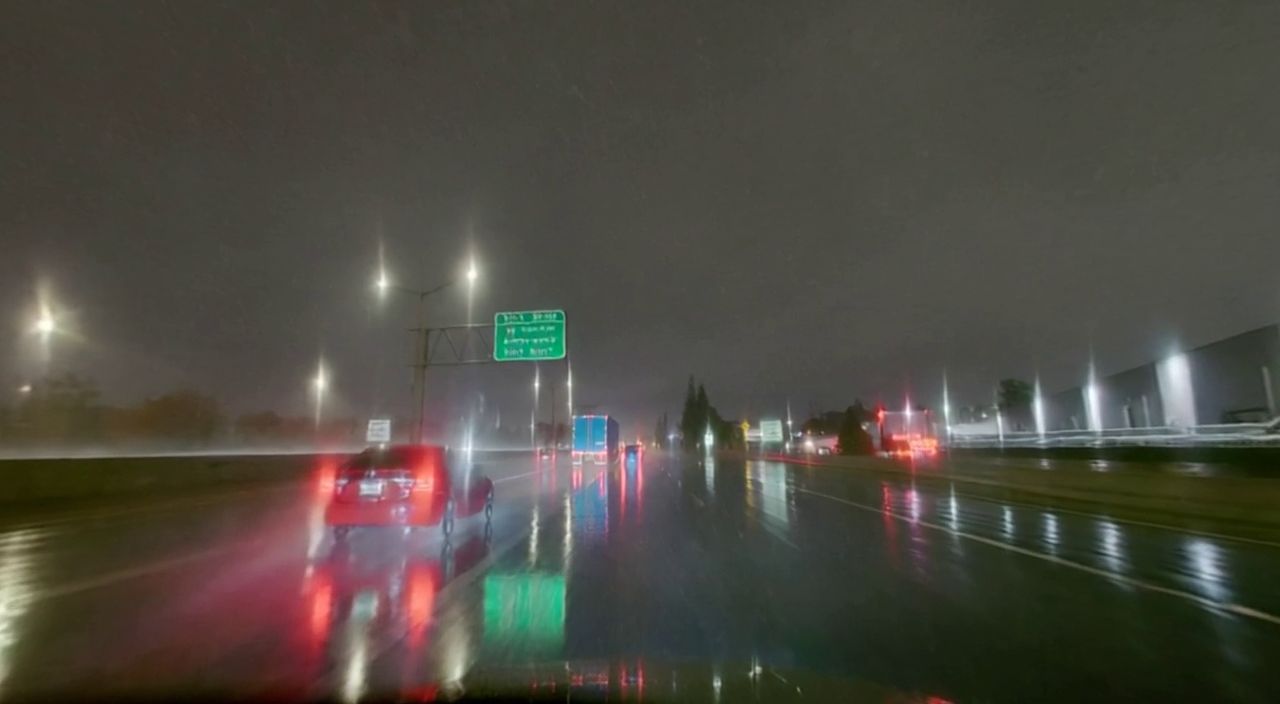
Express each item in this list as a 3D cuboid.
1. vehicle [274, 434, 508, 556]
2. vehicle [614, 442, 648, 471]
[{"bbox_3d":[-3.601,2.132,10.197,1.997,1.507,4.391,0,-9,0],"label":"vehicle"},{"bbox_3d":[-0.561,6.557,39.881,2.033,1.669,4.112,0,-9,-1],"label":"vehicle"}]
